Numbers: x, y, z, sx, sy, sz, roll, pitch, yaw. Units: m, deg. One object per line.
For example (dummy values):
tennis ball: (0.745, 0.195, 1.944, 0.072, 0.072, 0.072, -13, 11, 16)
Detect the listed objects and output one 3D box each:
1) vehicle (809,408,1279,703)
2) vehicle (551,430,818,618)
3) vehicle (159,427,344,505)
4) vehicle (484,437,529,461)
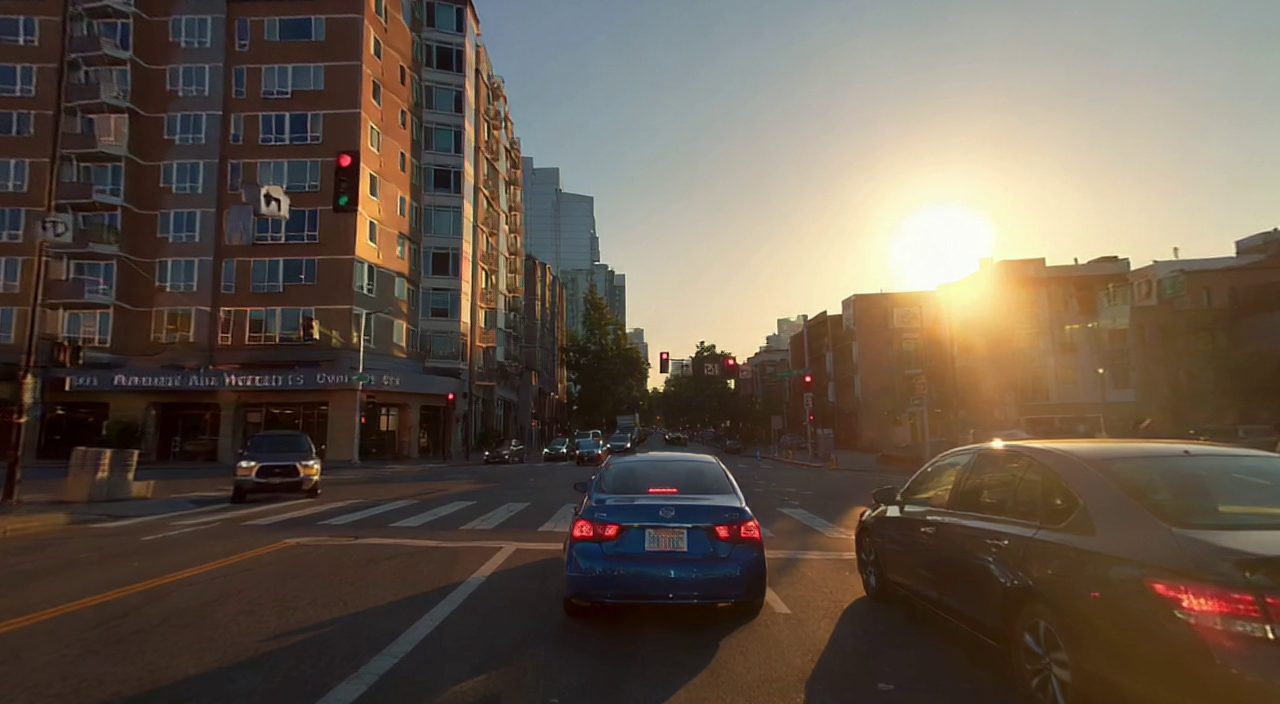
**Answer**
vehicle: (2.816, 1.282, 4.554, 1.961, 1.498, 4.356, 0, -8, 0)
vehicle: (0.252, 1.670, 7.129, 2.132, 1.464, 4.089, 0, -8, -3)
vehicle: (-11.263, 3.167, 18.067, 5.998, 1.889, 2.338, -6, -10, 37)
vehicle: (-9.284, 6.770, 44.062, 2.030, 1.596, 3.912, -1, -8, 4)
